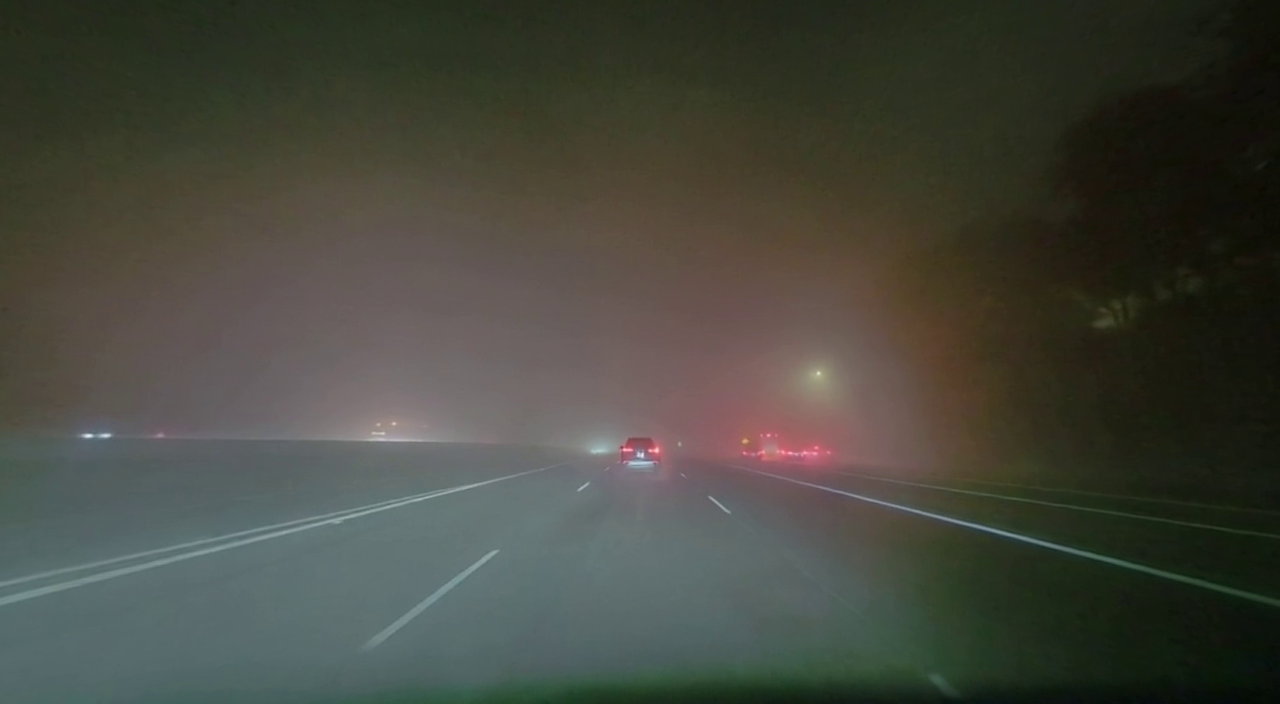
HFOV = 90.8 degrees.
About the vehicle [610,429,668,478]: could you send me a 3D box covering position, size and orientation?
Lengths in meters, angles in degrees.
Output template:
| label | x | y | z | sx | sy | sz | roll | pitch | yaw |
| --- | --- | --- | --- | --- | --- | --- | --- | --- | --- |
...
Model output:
| label | x | y | z | sx | sy | sz | roll | pitch | yaw |
| --- | --- | --- | --- | --- | --- | --- | --- | --- | --- |
| vehicle | -0.018 | 4.376 | 27.359 | 2.269 | 1.924 | 4.596 | 0 | -8 | 0 |
